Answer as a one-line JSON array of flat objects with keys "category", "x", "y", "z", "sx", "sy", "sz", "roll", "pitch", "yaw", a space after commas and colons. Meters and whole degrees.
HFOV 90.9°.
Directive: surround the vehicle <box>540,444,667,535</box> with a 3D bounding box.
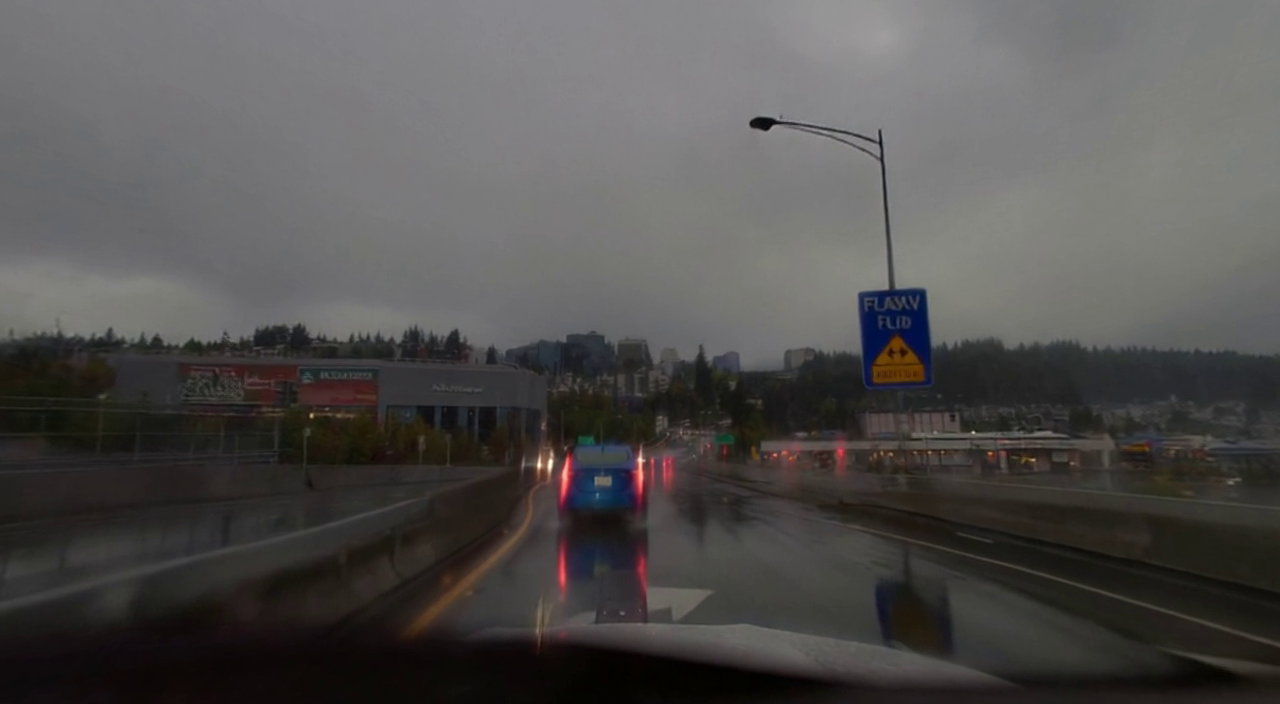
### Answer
[{"category": "vehicle", "x": -0.757, "y": 2.540, "z": 12.267, "sx": 2.063, "sy": 1.442, "sz": 3.933, "roll": 0, "pitch": -9, "yaw": -5}]
